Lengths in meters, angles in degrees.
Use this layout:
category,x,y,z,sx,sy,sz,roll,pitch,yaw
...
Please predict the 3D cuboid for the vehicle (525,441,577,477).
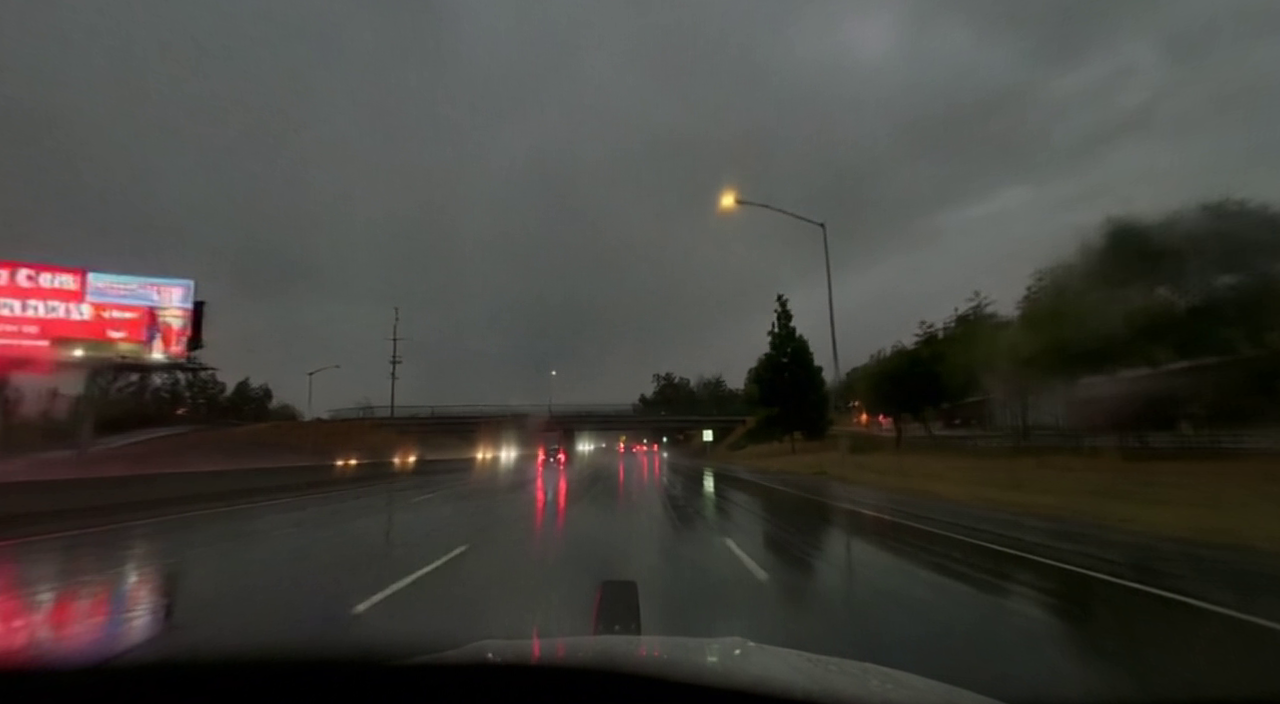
category,x,y,z,sx,sy,sz,roll,pitch,yaw
vehicle,-4.603,5.591,33.289,2.102,1.727,4.704,0,-9,0
